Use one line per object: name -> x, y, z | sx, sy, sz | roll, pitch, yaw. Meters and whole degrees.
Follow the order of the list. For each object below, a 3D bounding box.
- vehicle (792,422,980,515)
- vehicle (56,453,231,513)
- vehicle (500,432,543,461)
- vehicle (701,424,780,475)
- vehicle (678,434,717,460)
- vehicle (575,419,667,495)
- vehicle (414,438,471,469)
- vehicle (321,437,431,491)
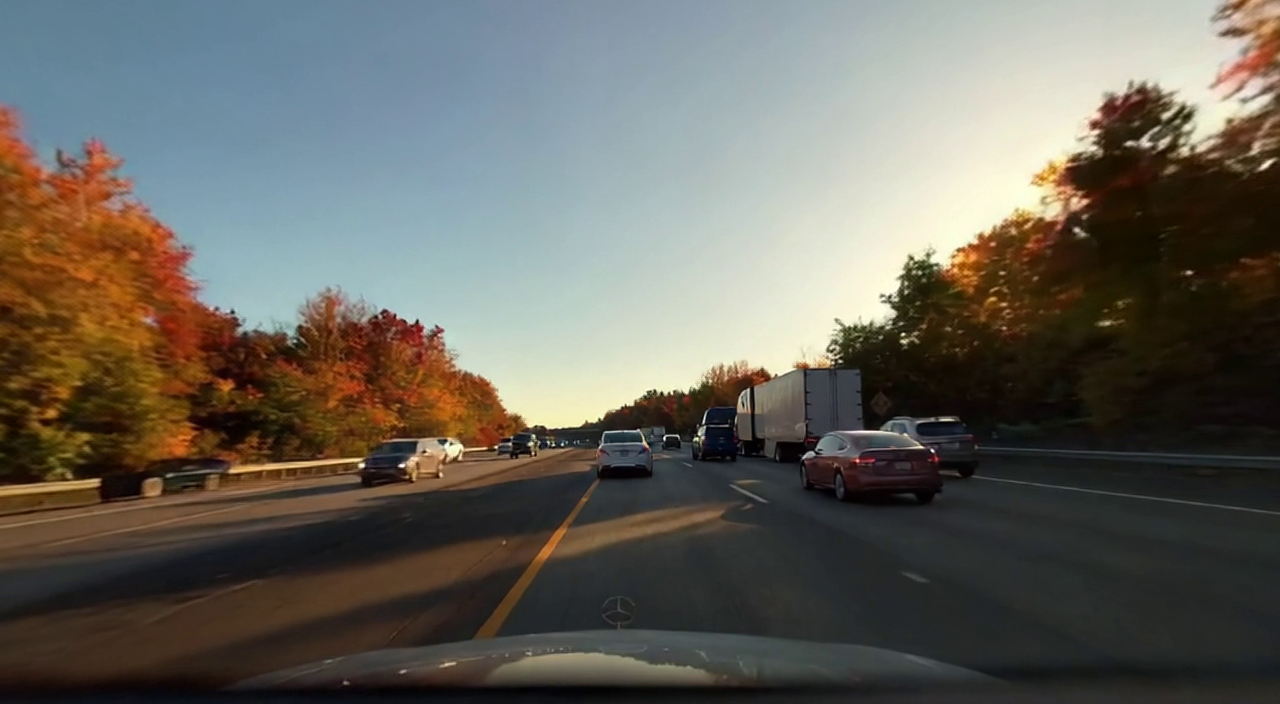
vehicle -> 4.582, 2.207, 12.505 | 2.040, 1.523, 4.068 | 0, -8, -1
vehicle -> -14.925, 3.905, 19.281 | 1.976, 1.500, 4.233 | 0, -8, -2
vehicle -> -8.828, 7.081, 47.227 | 2.243, 2.051, 5.305 | 0, -8, -1
vehicle -> 3.585, 3.545, 23.186 | 2.147, 1.707, 3.963 | 0, -8, -2
vehicle -> 3.417, 5.707, 37.993 | 1.865, 1.471, 3.916 | 0, -8, -2
vehicle -> -0.482, 2.699, 16.575 | 2.087, 1.709, 4.455 | 0, -8, -2
vehicle -> -11.769, 6.053, 37.771 | 1.990, 1.751, 4.566 | 0, -8, -1
vehicle -> -9.043, 3.819, 21.972 | 2.051, 1.679, 4.148 | 0, -8, 0
